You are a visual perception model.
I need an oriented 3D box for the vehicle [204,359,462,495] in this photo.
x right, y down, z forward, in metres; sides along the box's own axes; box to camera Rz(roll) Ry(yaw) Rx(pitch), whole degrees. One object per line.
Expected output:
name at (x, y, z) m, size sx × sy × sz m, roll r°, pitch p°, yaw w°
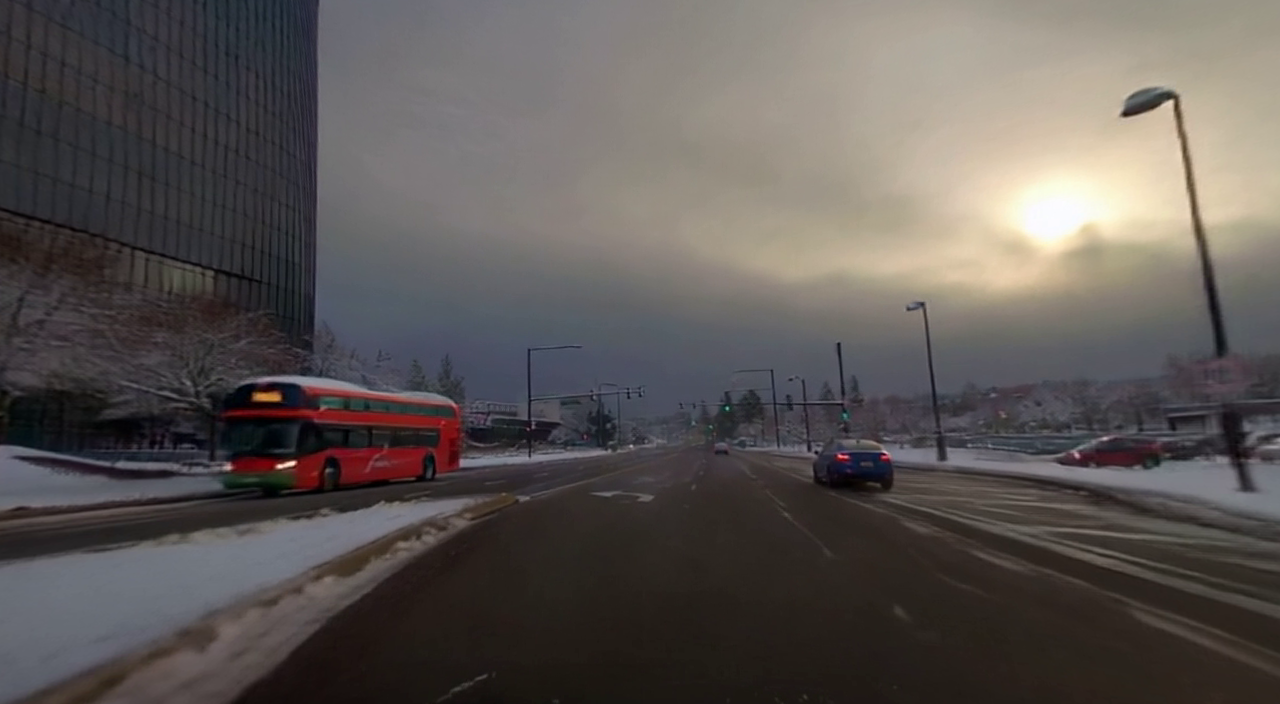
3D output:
vehicle at (-11.988, 3.473, 27.491) m, size 3.110 × 4.418 × 13.688 m, roll -1°, pitch -9°, yaw 6°

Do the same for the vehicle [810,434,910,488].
vehicle at (6.819, 3.418, 20.005) m, size 1.993 × 1.501 × 4.127 m, roll -1°, pitch -9°, yaw 5°

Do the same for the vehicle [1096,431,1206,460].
vehicle at (26.946, 4.959, 33.327) m, size 3.983 × 1.479 × 1.857 m, roll -2°, pitch -9°, yaw 11°

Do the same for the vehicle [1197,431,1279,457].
vehicle at (40.824, 6.173, 42.232) m, size 4.638 × 1.678 × 2.196 m, roll -1°, pitch -9°, yaw 5°

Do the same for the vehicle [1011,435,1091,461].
vehicle at (26.919, 6.306, 41.313) m, size 3.824 × 1.453 × 1.894 m, roll -3°, pitch -7°, yaw 4°
